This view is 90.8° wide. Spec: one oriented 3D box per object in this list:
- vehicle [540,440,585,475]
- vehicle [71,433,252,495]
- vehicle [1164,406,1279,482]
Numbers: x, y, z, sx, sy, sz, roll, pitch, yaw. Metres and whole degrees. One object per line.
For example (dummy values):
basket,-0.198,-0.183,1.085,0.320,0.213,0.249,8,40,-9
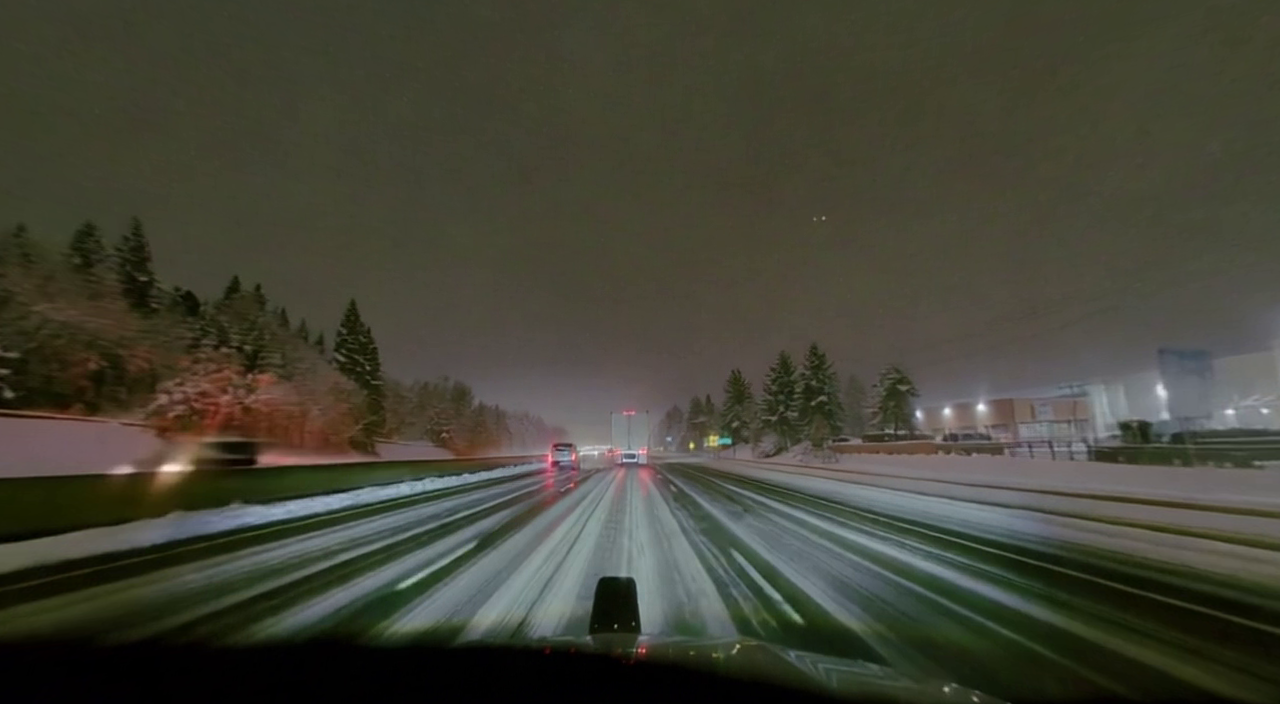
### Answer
vehicle,-4.582,6.279,37.951,2.095,1.930,4.680,0,-9,0
vehicle,-15.611,3.672,21.145,1.757,1.738,5.618,0,-9,-1
vehicle,32.708,4.981,34.253,8.295,3.754,2.807,4,-9,-24
